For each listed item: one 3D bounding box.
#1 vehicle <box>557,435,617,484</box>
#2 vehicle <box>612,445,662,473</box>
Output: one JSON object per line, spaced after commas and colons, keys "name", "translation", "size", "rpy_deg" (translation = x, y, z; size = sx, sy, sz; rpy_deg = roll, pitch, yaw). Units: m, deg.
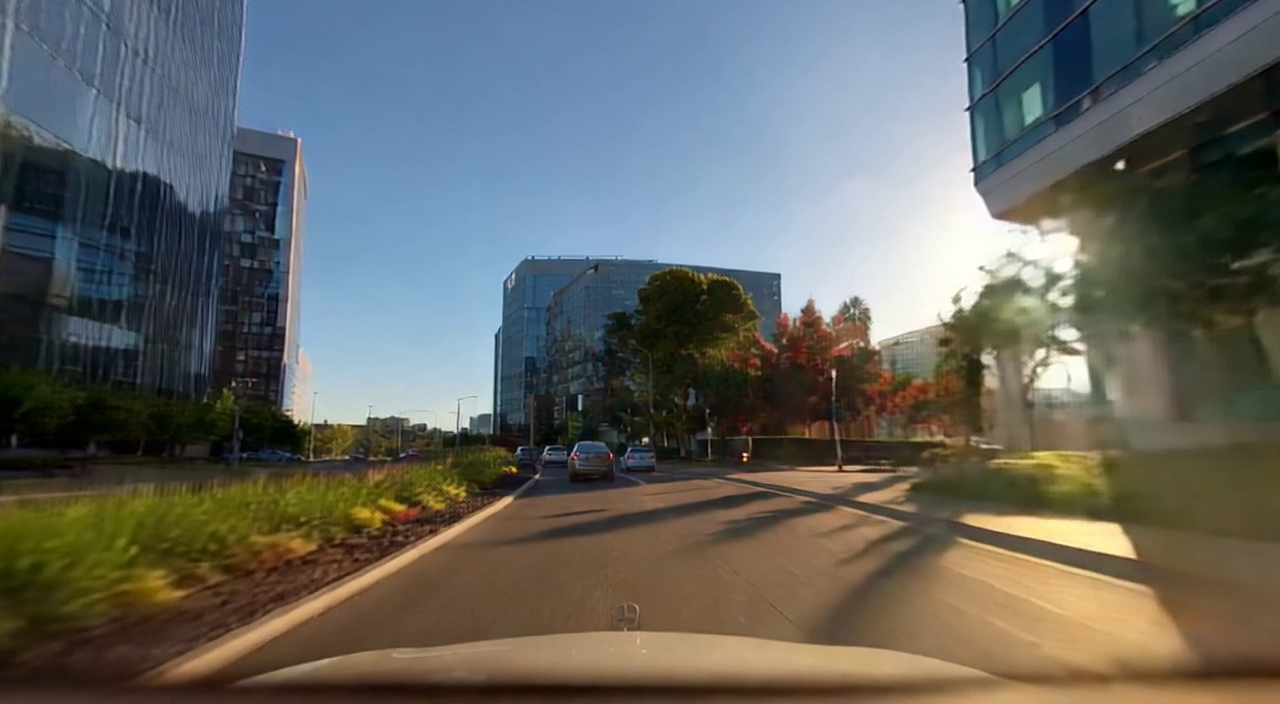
{"name": "vehicle", "translation": [-2.200, 4.292, 25.329], "size": [2.173, 1.761, 4.374], "rpy_deg": [1, -9, -7]}
{"name": "vehicle", "translation": [-0.258, 6.123, 36.157], "size": [2.116, 1.506, 4.355], "rpy_deg": [2, -9, -10]}
